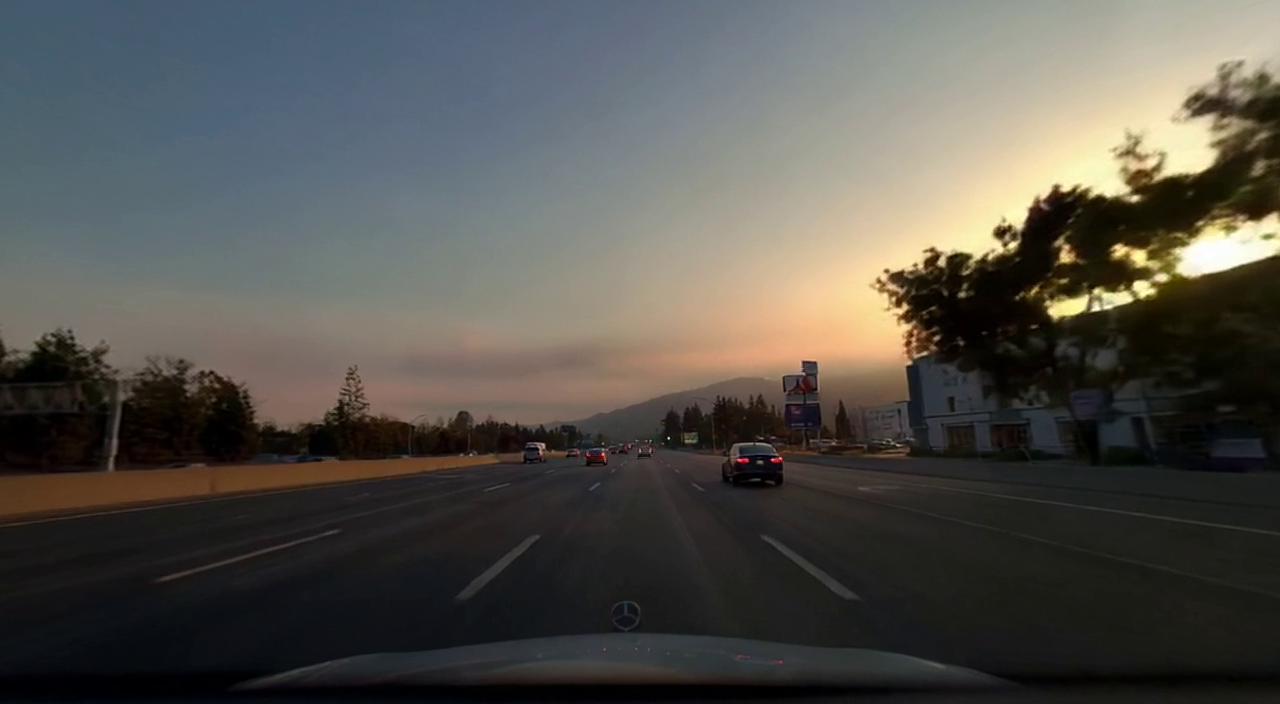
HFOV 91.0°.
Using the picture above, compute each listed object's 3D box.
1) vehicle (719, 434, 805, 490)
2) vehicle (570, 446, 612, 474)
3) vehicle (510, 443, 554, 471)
[{"bbox_3d":[4.205,3.877,22.557,2.109,1.764,4.704,0,-9,0],"label":"vehicle"},{"bbox_3d":[-2.832,6.388,37.550,2.139,1.510,4.506,0,-9,0],"label":"vehicle"},{"bbox_3d":[-7.356,7.204,43.405,2.112,1.813,4.716,0,-9,1],"label":"vehicle"}]
